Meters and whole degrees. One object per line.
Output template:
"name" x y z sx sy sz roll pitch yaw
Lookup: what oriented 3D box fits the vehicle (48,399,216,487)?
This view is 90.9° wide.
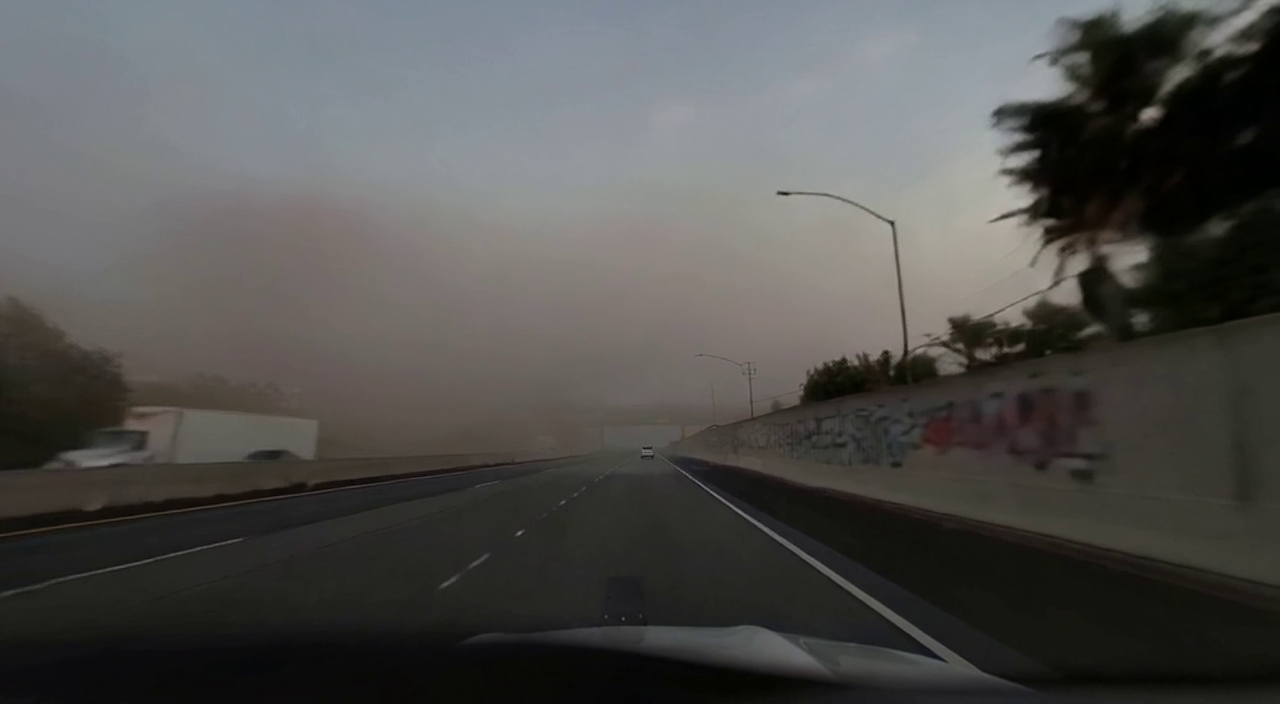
"vehicle" -24.462 4.468 30.842 3.013 3.883 5.972 0 -9 0

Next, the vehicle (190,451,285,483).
"vehicle" -19.722 5.633 31.153 1.861 1.479 4.337 0 -9 -1
